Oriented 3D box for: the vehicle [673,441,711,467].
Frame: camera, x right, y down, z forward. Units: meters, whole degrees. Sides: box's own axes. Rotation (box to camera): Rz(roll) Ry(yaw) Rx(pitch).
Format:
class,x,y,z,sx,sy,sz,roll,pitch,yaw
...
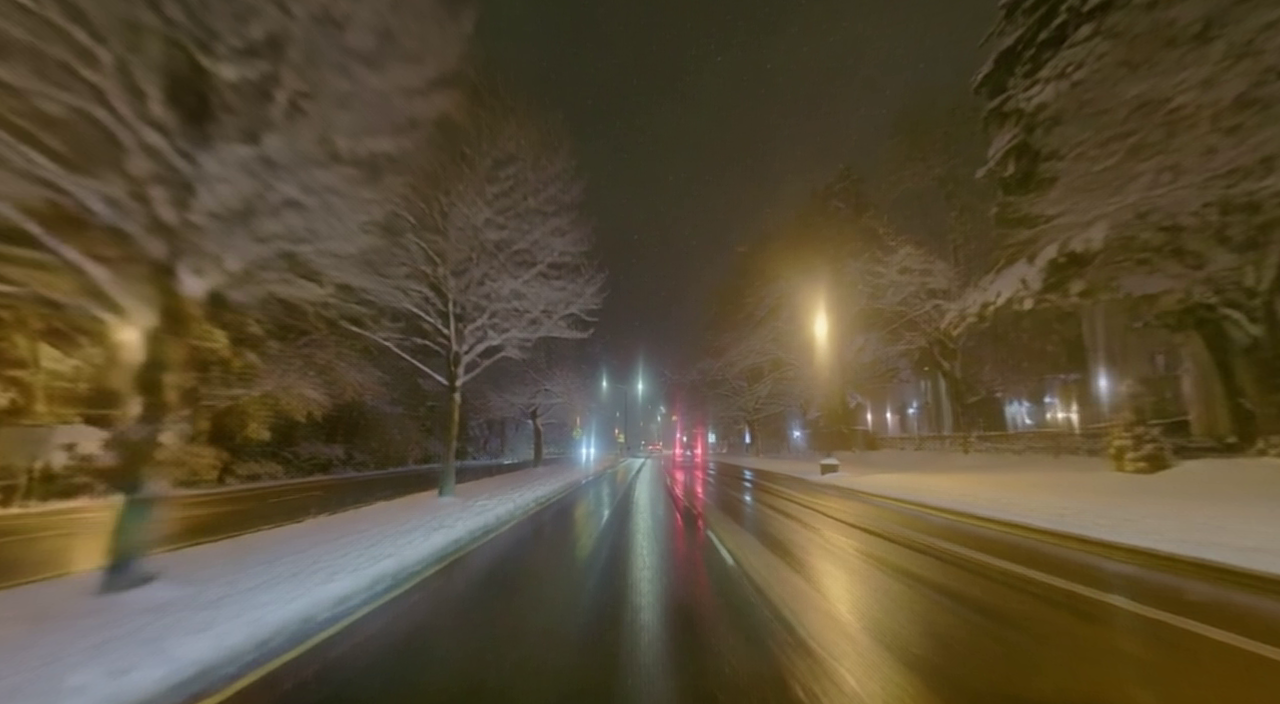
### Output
class,x,y,z,sx,sy,sz,roll,pitch,yaw
vehicle,3.212,6.484,40.037,2.044,1.537,4.528,0,-8,0
